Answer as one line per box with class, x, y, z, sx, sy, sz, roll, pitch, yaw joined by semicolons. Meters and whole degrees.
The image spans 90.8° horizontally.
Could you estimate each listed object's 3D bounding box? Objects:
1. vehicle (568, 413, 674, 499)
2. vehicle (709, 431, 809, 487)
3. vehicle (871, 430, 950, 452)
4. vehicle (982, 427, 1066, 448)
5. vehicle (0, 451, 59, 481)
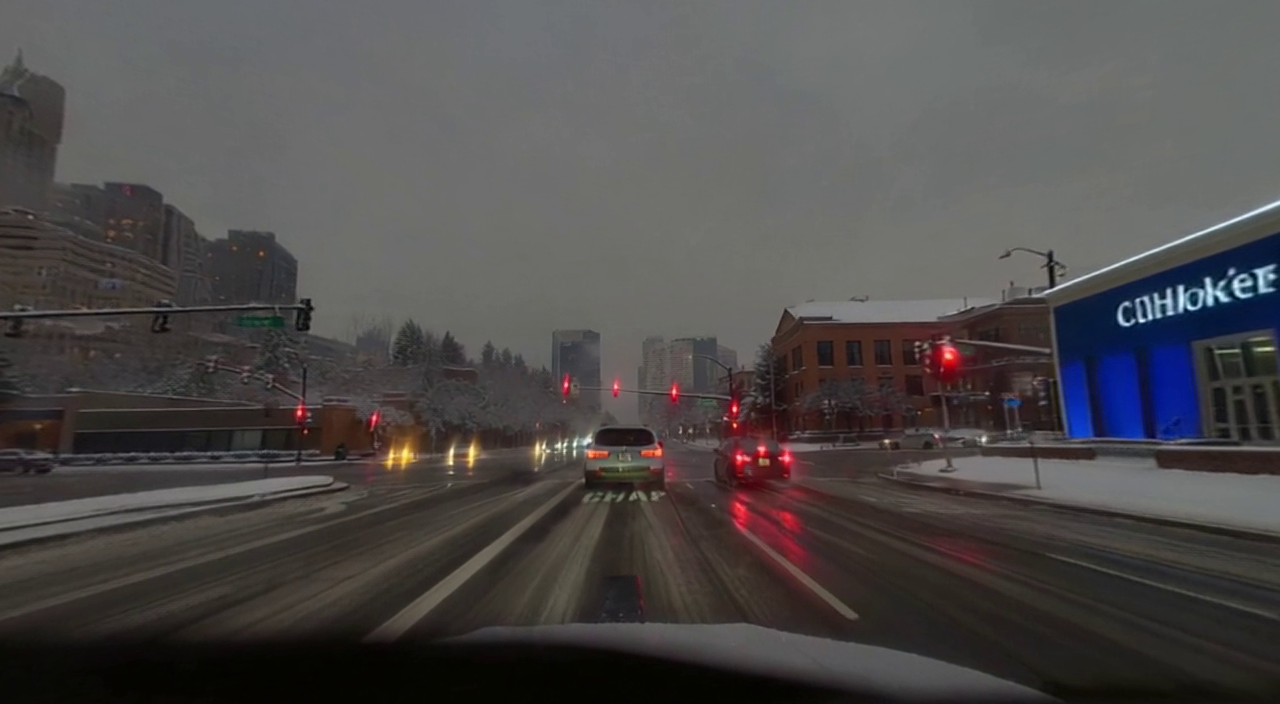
vehicle;-0.435;2.606;16.075;2.313;1.860;4.319;0;-9;-1
vehicle;3.395;3.177;19.041;2.080;1.472;4.401;0;-9;-1
vehicle;19.396;6.382;45.359;4.851;1.517;1.720;0;-9;-3
vehicle;27.514;6.136;45.334;4.766;1.462;1.872;0;-9;0
vehicle;-39.694;7.172;39.549;4.610;1.691;2.034;-3;-8;-2
